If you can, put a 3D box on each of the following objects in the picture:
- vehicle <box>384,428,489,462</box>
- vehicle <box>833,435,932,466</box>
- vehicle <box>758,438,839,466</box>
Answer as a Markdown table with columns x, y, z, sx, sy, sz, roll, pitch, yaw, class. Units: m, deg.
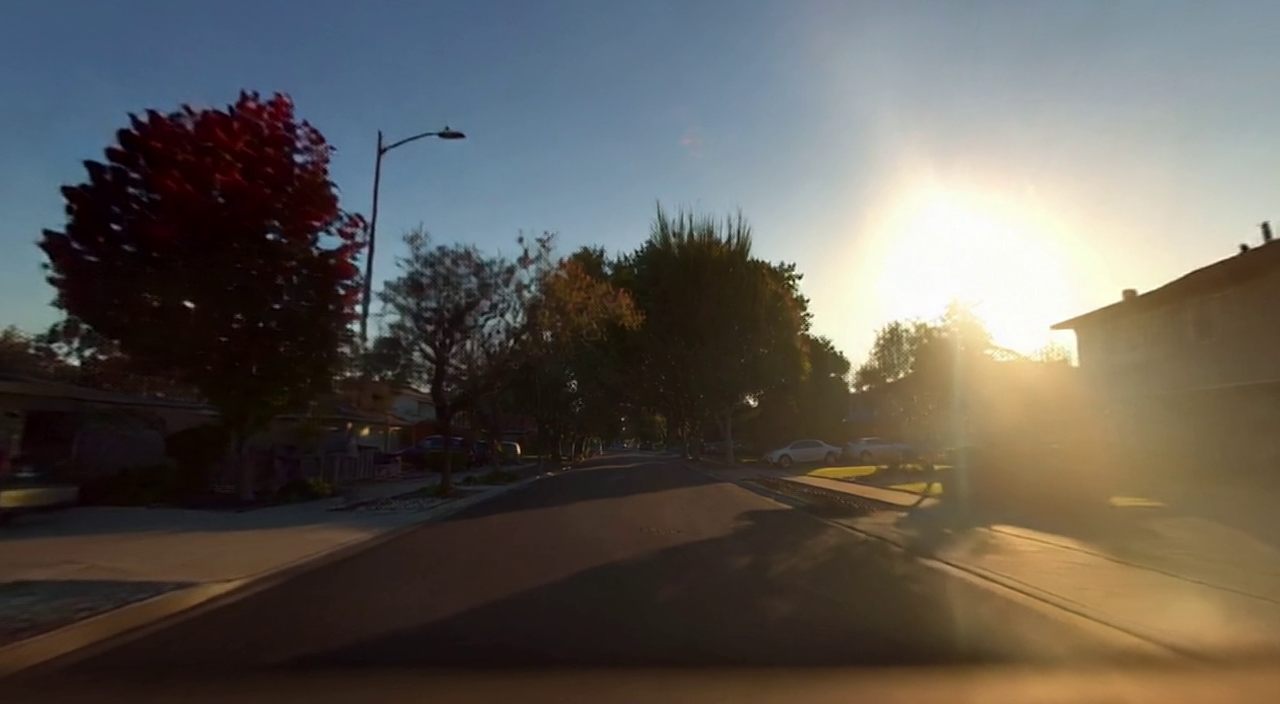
| x | y | z | sx | sy | sz | roll | pitch | yaw | class |
| --- | --- | --- | --- | --- | --- | --- | --- | --- | --- |
| -12.347 | 5.722 | 38.668 | 5.618 | 1.997 | 2.201 | 0 | -9 | -1 | vehicle |
| 15.451 | 6.283 | 40.463 | 5.395 | 1.917 | 2.153 | 0 | -9 | -1 | vehicle |
| 9.965 | 6.359 | 40.076 | 4.582 | 1.719 | 1.947 | 0 | -8 | 0 | vehicle |
